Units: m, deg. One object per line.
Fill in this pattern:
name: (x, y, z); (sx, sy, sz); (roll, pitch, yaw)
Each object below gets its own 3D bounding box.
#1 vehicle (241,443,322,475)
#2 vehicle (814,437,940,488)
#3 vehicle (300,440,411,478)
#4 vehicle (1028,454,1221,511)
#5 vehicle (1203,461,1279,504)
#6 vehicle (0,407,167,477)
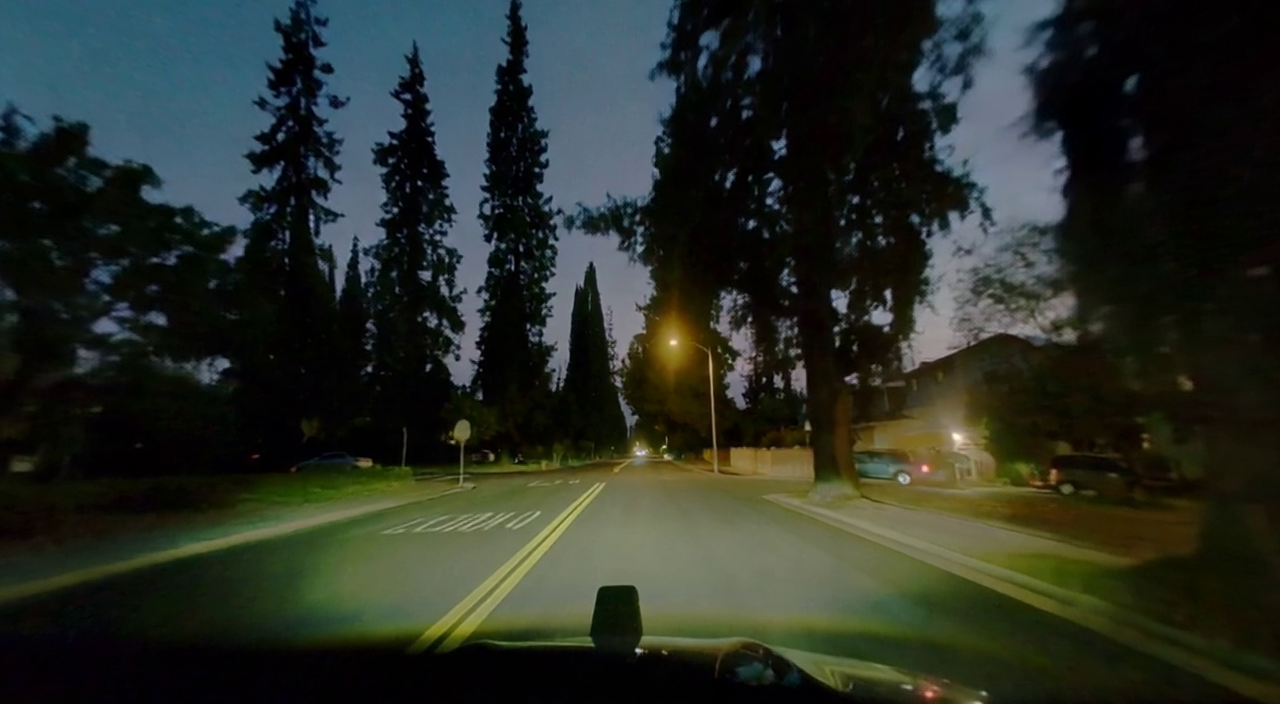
vehicle: (-21.414, 6.372, 37.677); (4.507, 1.774, 1.923); (-5, -9, 27)
vehicle: (10.792, 5.048, 28.847); (4.854, 1.771, 2.123); (-12, -12, 29)
vehicle: (-15.601, 5.791, 34.523); (6.072, 1.882, 2.277); (-5, -9, 29)
vehicle: (14.439, 3.949, 19.179); (4.231, 1.493, 1.941); (-7, -10, 27)
vehicle: (26.992, 5.782, 28.179); (1.916, 1.620, 3.519); (-4, -9, 28)
vehicle: (-17.528, 2.885, 19.881); (4.918, 1.918, 2.002); (-6, -10, 25)
